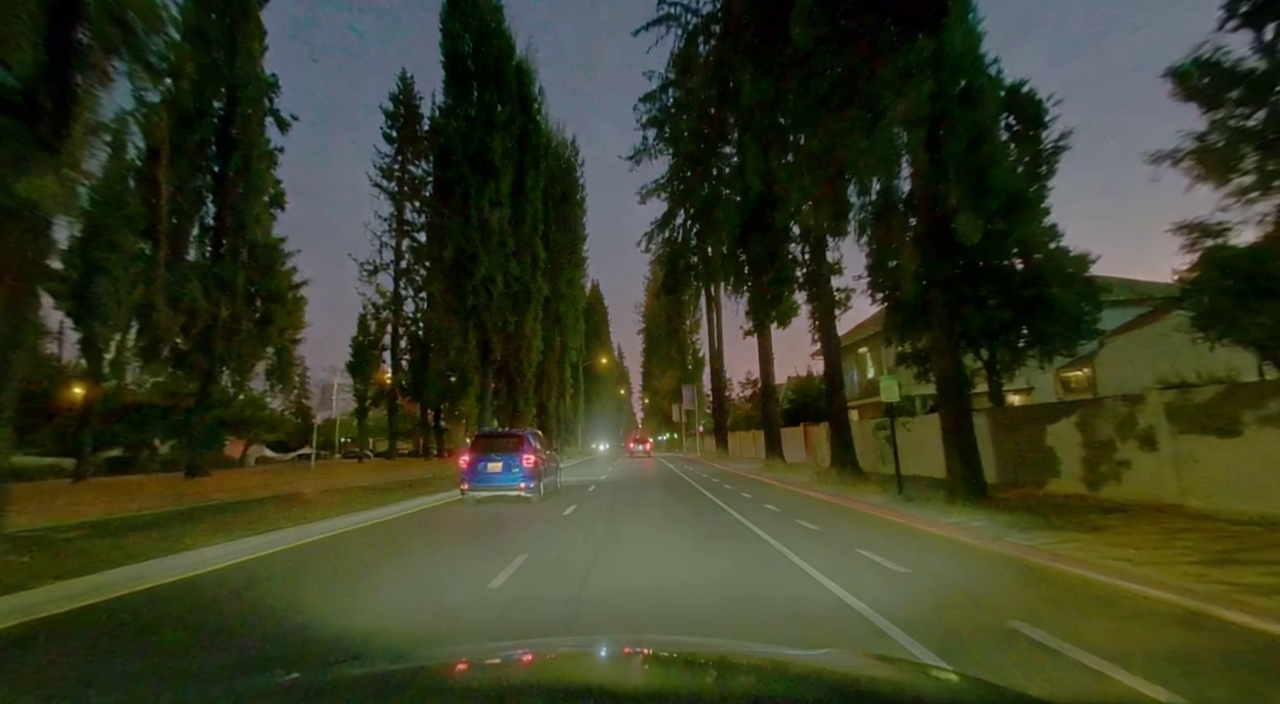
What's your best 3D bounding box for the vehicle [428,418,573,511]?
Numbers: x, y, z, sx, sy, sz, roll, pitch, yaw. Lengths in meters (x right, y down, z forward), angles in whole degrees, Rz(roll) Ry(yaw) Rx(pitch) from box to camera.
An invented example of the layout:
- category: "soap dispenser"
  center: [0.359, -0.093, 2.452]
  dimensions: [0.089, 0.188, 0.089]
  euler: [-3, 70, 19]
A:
- category: "vehicle"
  center: [-3.053, 2.618, 15.030]
  dimensions: [2.281, 1.837, 4.845]
  euler: [0, -8, 1]
